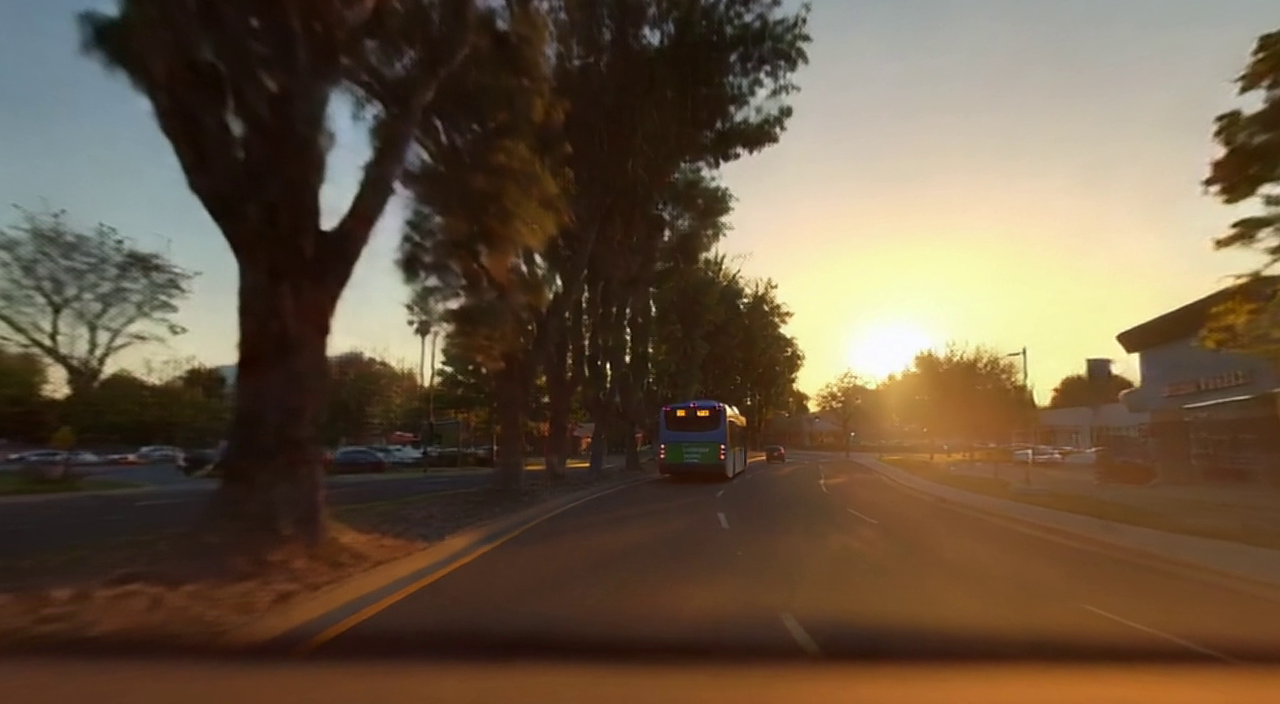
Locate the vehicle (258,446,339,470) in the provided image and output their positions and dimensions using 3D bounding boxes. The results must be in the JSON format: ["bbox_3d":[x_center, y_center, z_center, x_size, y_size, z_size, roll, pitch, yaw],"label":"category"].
[{"bbox_3d":[-23.229,7.184,42.959,1.798,1.484,4.546,-5,-9,29],"label":"vehicle"}]

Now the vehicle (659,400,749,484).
[{"bbox_3d":[3.585,4.619,31.634,3.031,3.429,11.005,-1,-10,14],"label":"vehicle"}]
